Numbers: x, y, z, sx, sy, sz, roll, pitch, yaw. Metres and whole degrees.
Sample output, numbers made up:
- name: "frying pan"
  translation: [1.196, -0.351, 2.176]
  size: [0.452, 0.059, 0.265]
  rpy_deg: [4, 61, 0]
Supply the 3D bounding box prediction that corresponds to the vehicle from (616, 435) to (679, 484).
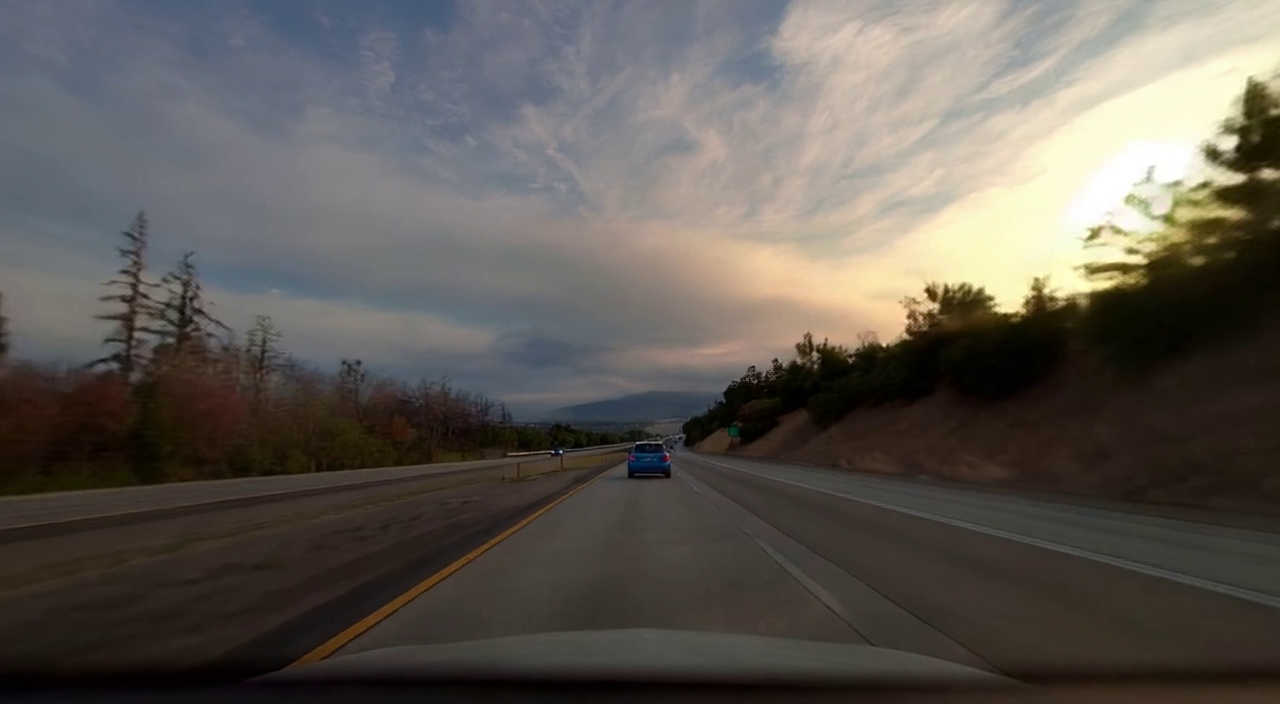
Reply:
- name: "vehicle"
  translation: [0.286, 4.063, 24.038]
  size: [2.190, 1.706, 4.062]
  rpy_deg: [0, -9, 1]
